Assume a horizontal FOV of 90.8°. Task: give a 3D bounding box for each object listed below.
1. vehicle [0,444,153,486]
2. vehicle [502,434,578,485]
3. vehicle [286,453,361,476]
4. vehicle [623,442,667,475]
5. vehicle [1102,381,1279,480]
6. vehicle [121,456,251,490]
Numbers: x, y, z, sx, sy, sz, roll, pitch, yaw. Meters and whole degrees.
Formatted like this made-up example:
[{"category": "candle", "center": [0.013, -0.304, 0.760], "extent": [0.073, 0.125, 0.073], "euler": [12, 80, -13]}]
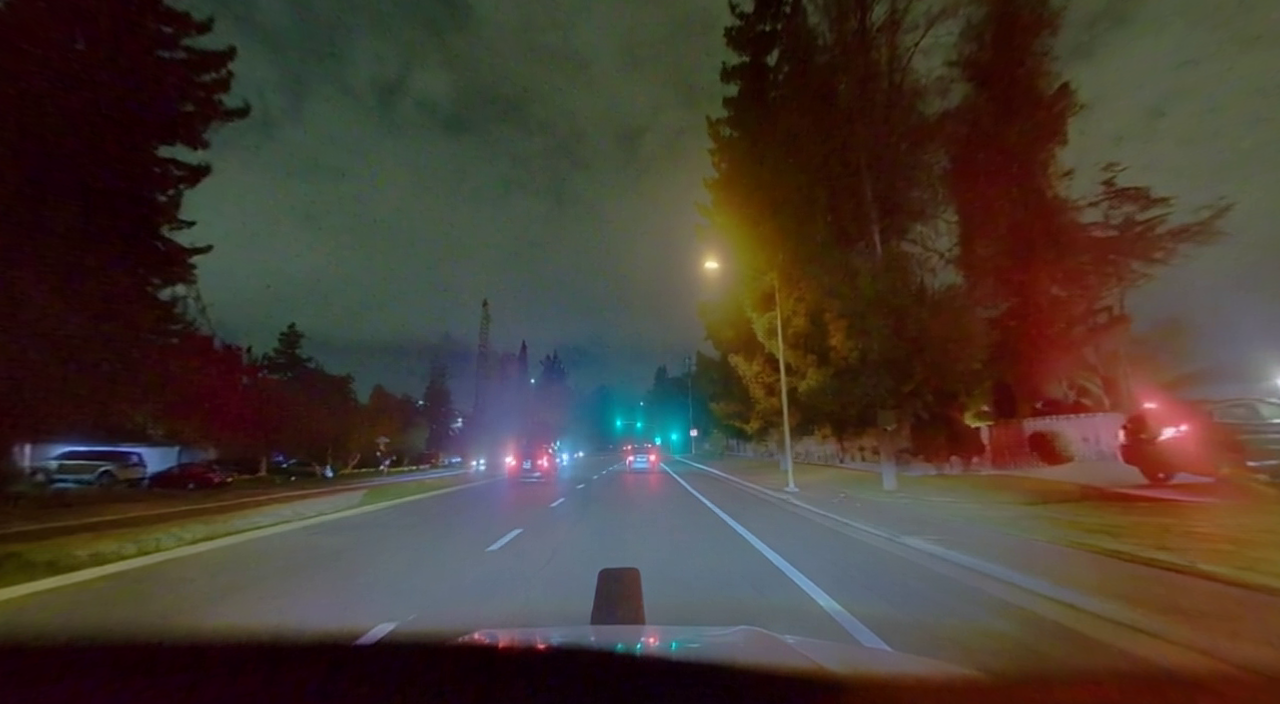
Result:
[{"category": "vehicle", "center": [-27.743, 5.552, 31.206], "extent": [5.466, 1.963, 2.174], "euler": [0, -8, 0]}, {"category": "vehicle", "center": [-3.692, 4.074, 24.241], "extent": [2.157, 1.771, 4.452], "euler": [0, -8, 1]}, {"category": "vehicle", "center": [-22.792, 8.118, 45.598], "extent": [4.460, 1.546, 1.853], "euler": [-1, -8, 7]}, {"category": "vehicle", "center": [0.223, 5.246, 31.329], "extent": [2.062, 1.518, 3.901], "euler": [0, -8, 0]}, {"category": "vehicle", "center": [15.651, 1.822, 15.681], "extent": [6.374, 2.098, 2.415], "euler": [-3, -8, -1]}, {"category": "vehicle", "center": [-22.015, 5.874, 30.802], "extent": [4.792, 1.551, 1.931], "euler": [0, -8, -1]}]
